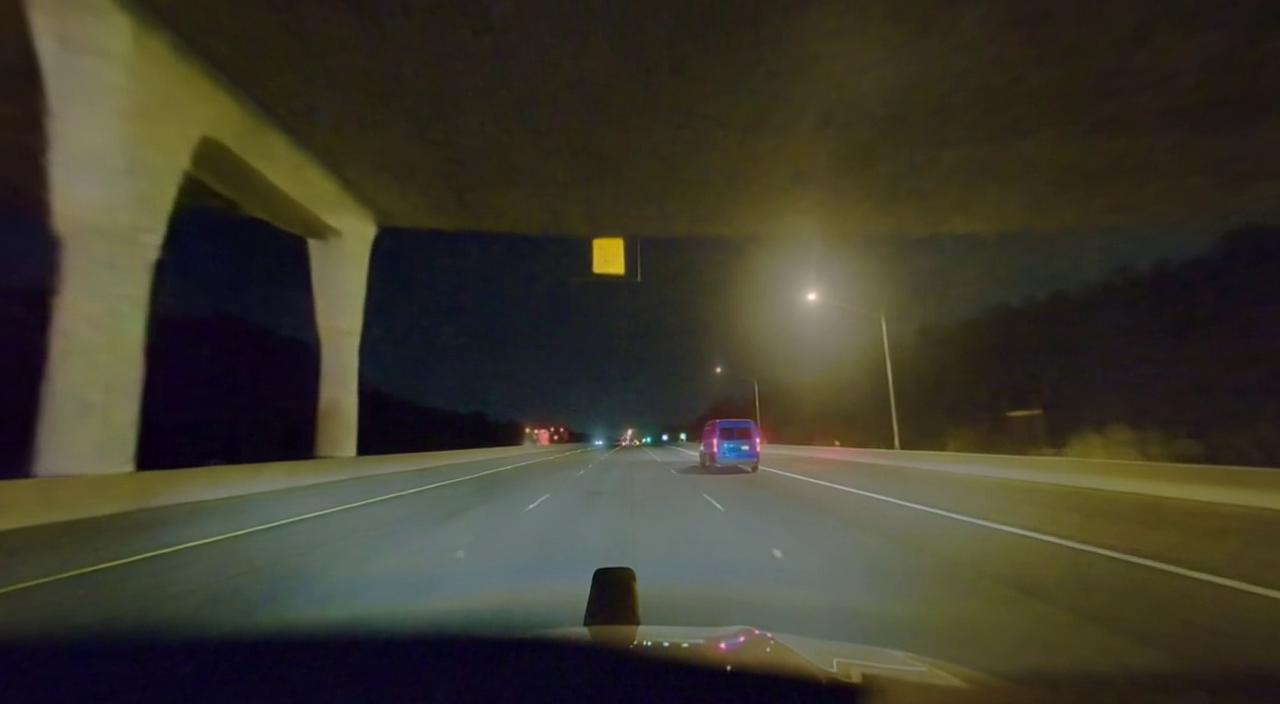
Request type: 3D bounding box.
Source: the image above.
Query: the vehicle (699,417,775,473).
[{"bbox_3d":[3.764,3.735,25.365,2.161,2.002,4.631,0,-8,-2],"label":"vehicle"}]
